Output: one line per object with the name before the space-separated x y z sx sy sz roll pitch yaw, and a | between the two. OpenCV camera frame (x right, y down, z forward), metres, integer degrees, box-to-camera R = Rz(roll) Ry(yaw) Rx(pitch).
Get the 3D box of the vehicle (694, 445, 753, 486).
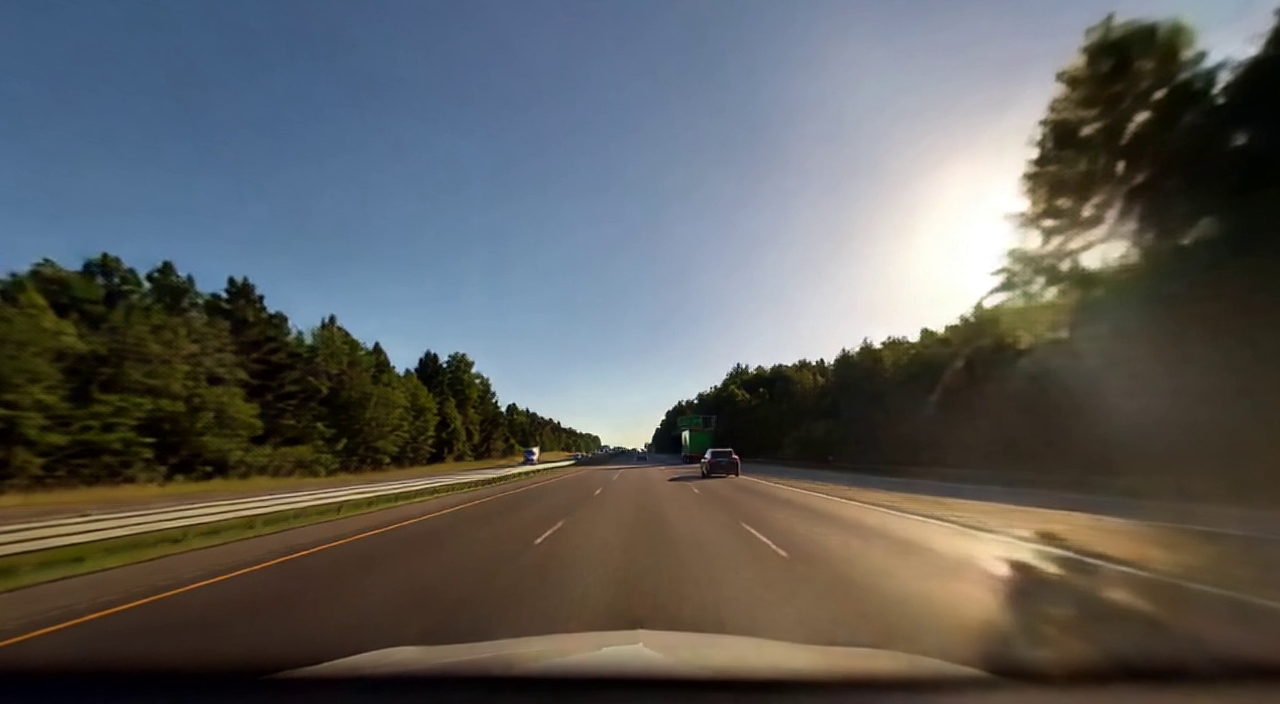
vehicle | 3.577 4.927 27.673 2.019 1.601 3.953 0 -9 -1
